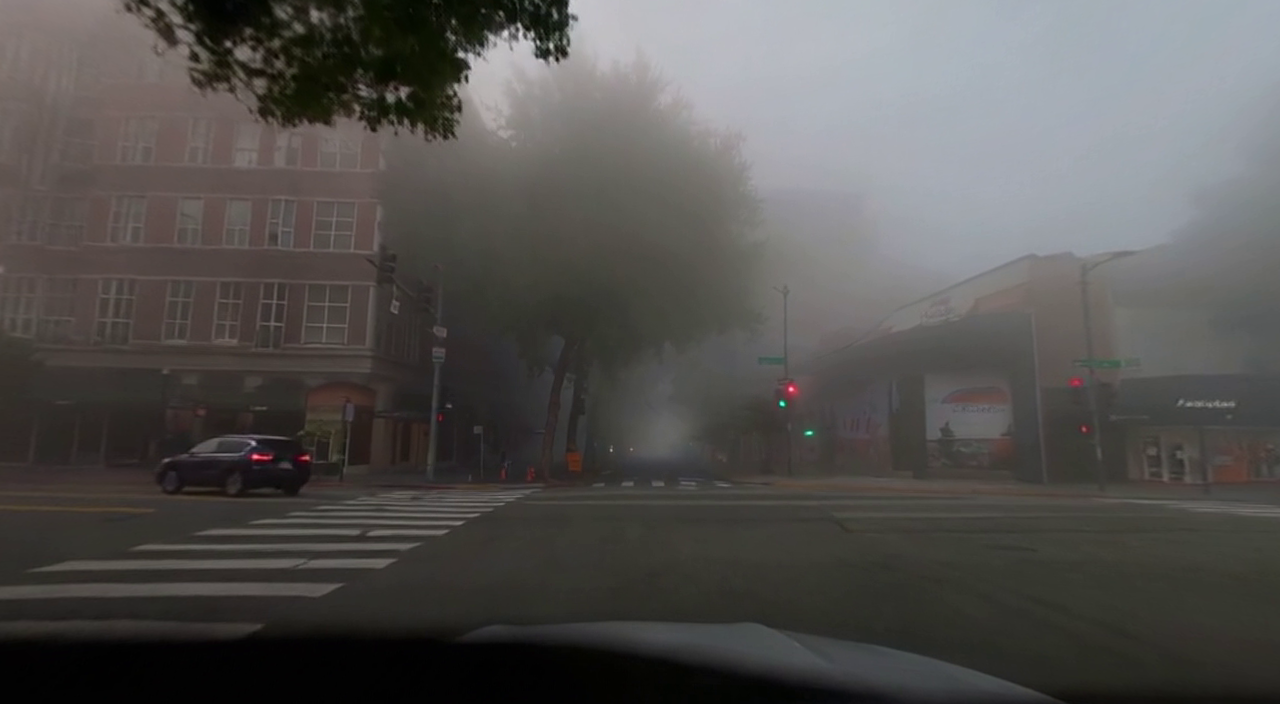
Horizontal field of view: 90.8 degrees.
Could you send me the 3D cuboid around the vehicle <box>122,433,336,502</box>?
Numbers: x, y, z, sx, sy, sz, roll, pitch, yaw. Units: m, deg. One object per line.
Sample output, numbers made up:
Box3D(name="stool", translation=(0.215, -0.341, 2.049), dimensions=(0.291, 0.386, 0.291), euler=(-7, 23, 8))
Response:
Box3D(name="vehicle", translation=(-10.069, 2.778, 15.542), dimensions=(4.459, 1.482, 2.106), euler=(-3, -9, 21))
